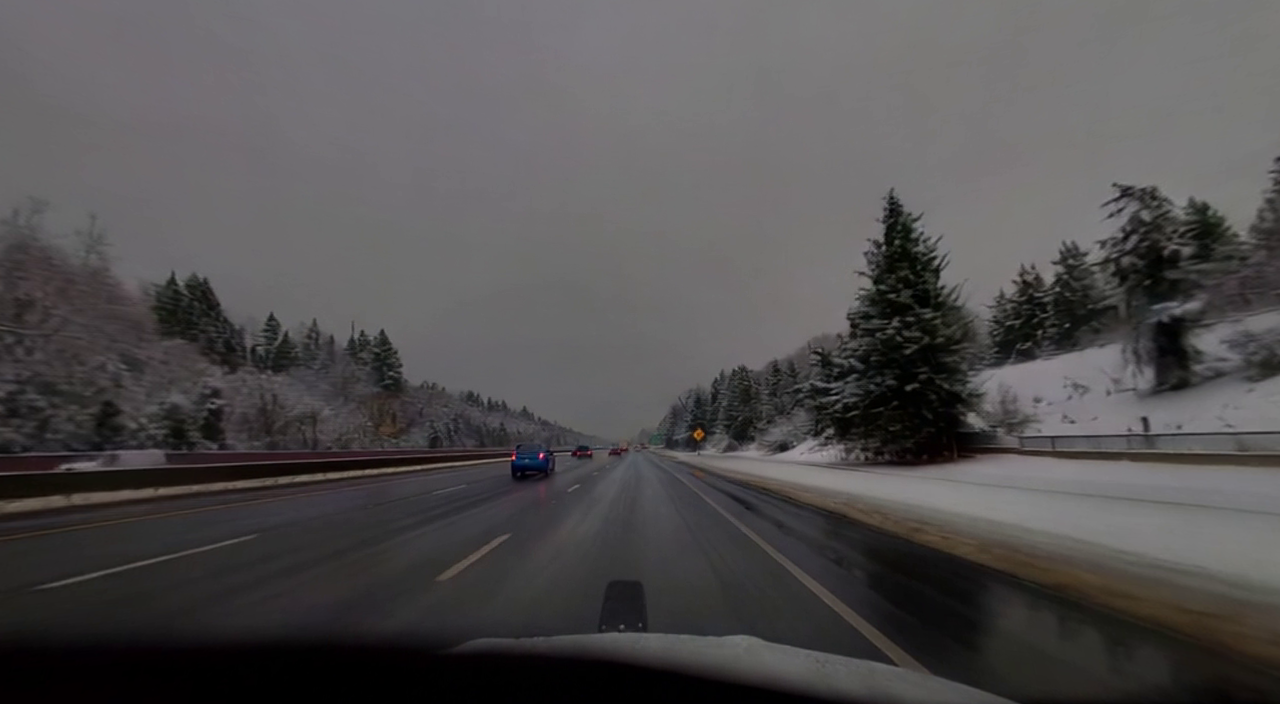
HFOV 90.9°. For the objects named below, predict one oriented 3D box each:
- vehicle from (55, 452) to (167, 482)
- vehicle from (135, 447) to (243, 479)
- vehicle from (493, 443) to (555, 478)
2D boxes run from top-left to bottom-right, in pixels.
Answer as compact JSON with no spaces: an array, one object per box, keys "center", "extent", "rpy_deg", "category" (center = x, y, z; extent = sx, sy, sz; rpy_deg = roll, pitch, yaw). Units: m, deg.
[{"center":[-31.592,6.835,37.905],"extent":[2.112,1.614,5.219],"rpy_deg":[0,-8,2],"category":"vehicle"},{"center":[-24.056,5.897,33.942],"extent":[1.912,1.541,5.158],"rpy_deg":[0,-8,1],"category":"vehicle"},{"center":[-5.405,5.099,30.033],"extent":[2.081,1.514,4.943],"rpy_deg":[0,-8,0],"category":"vehicle"}]
